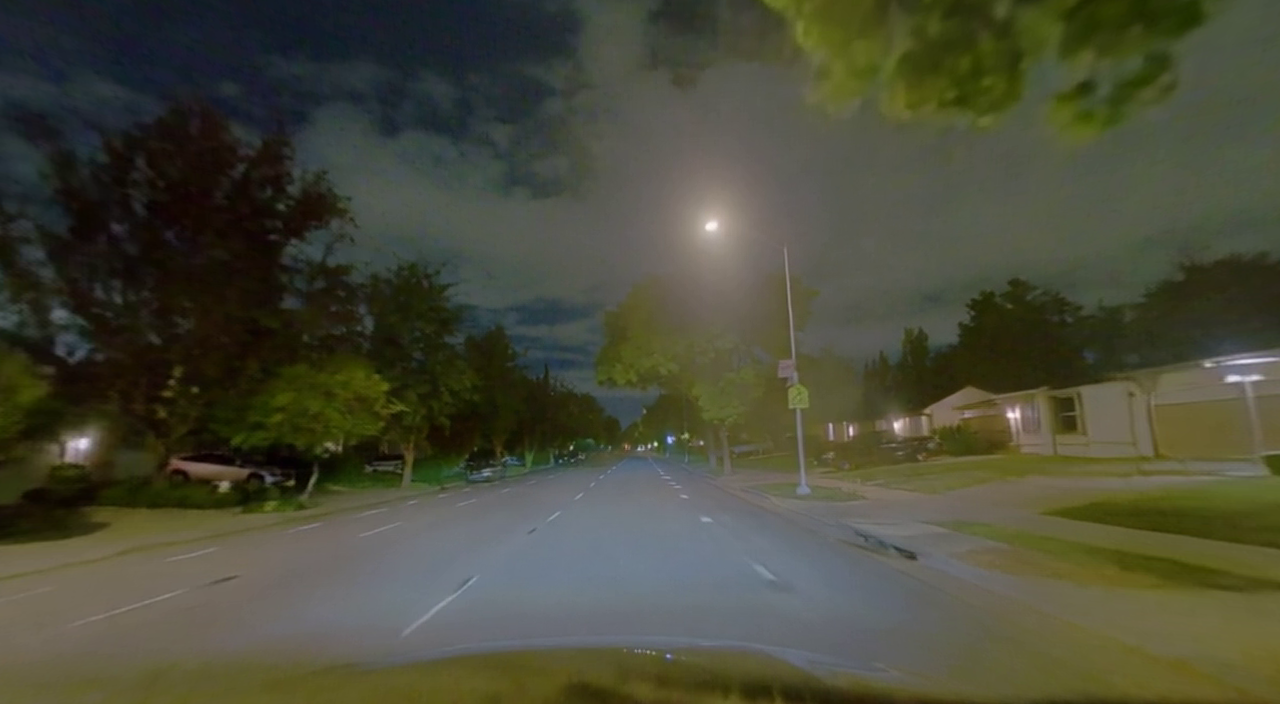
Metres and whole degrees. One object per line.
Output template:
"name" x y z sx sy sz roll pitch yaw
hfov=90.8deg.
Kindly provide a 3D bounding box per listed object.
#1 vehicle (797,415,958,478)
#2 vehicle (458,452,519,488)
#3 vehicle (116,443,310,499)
"vehicle" 8.967 3.624 24.202 5.221 1.958 1.992 -4 -9 0
"vehicle" -7.668 6.010 32.436 1.973 1.500 4.781 -5 -9 -2
"vehicle" -14.261 3.992 21.376 4.995 1.760 1.988 0 -9 -2
